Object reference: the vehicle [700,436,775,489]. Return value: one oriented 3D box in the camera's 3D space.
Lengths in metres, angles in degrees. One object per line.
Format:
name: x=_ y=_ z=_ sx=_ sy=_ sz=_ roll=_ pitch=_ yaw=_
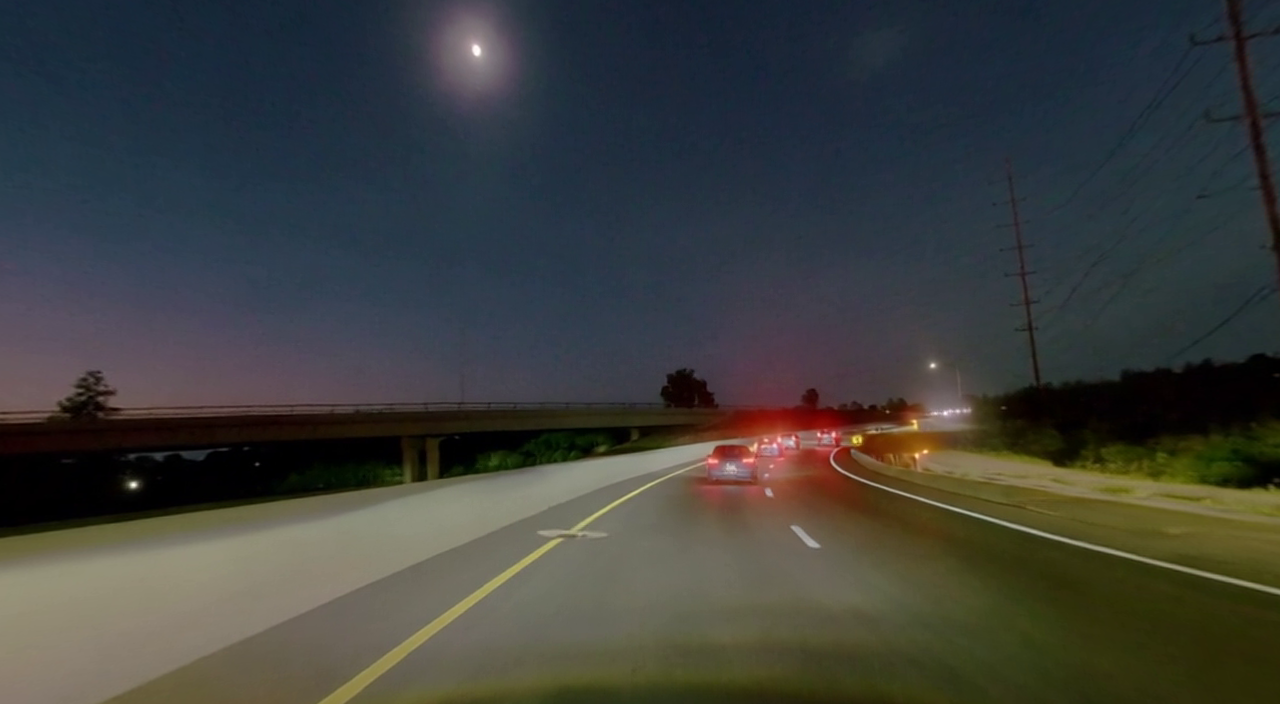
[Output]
vehicle: x=3.128 y=3.497 z=20.251 sx=2.091 sy=1.482 sz=4.321 roll=-2 pitch=-9 yaw=9
